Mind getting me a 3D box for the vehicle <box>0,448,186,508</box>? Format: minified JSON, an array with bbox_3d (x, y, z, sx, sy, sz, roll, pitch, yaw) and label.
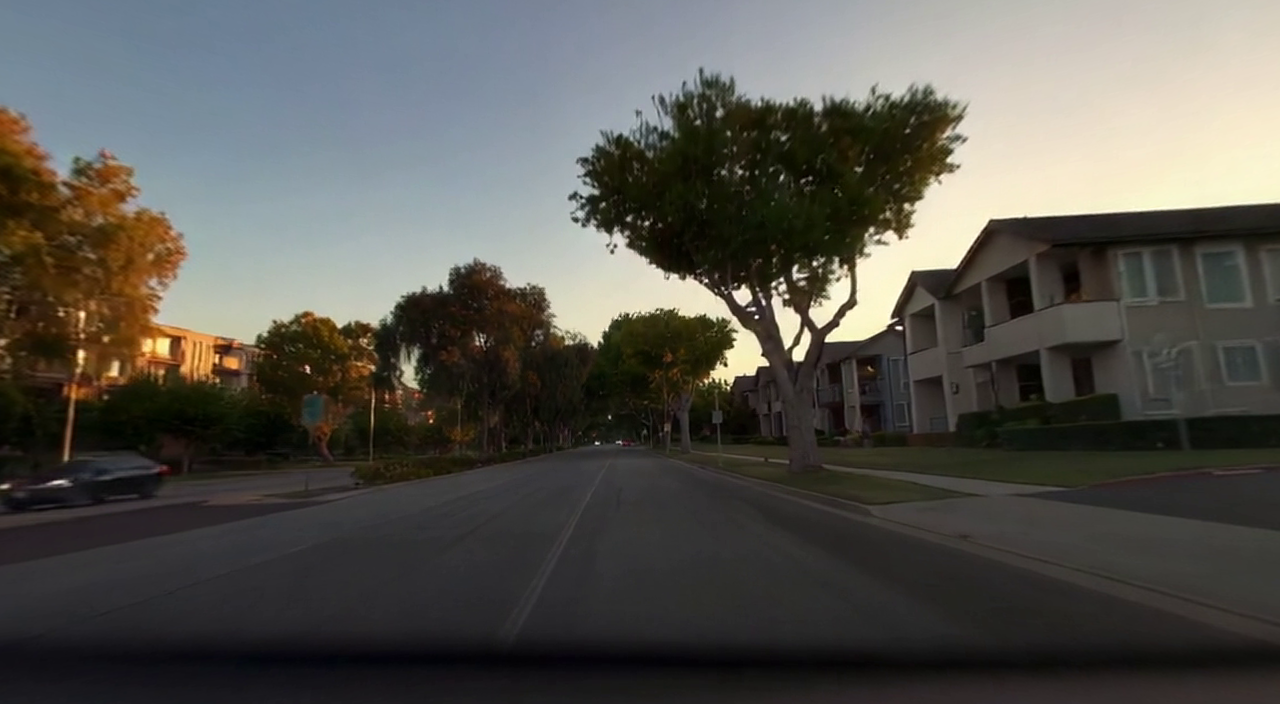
[{"bbox_3d":[-17.378,3.951,20.298,2.154,1.648,4.555,0,-8,-2],"label":"vehicle"}]
